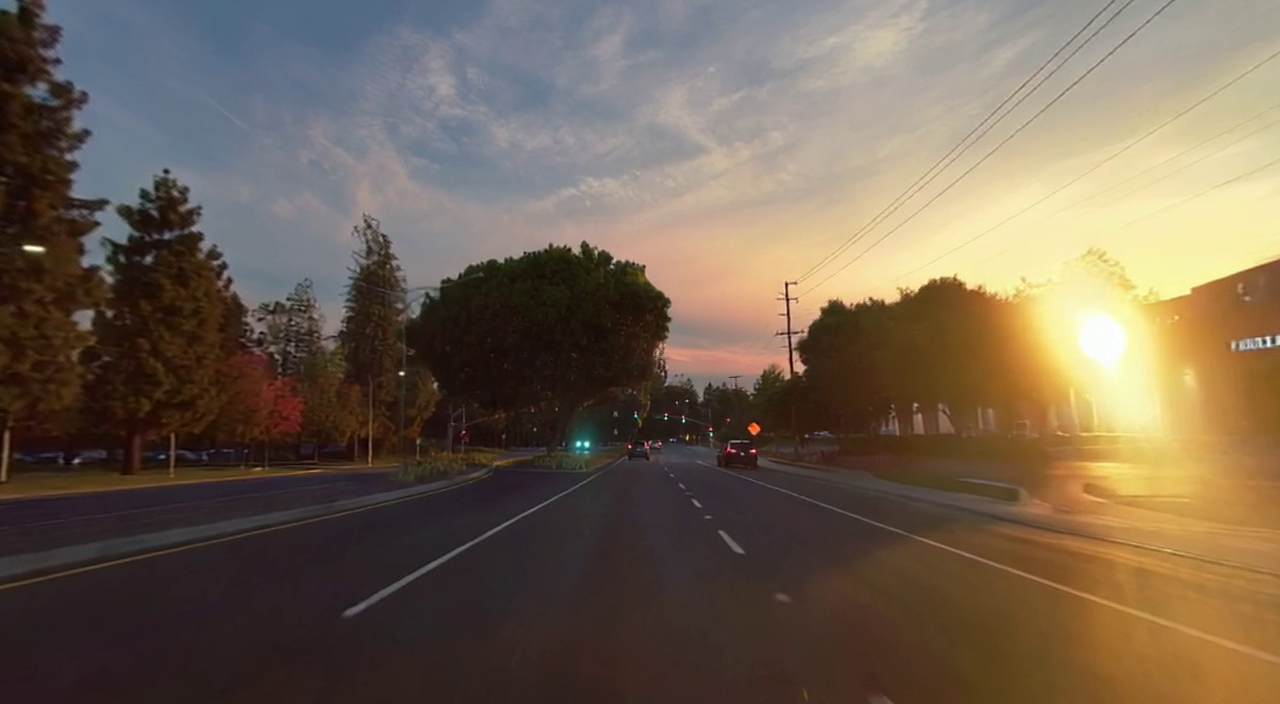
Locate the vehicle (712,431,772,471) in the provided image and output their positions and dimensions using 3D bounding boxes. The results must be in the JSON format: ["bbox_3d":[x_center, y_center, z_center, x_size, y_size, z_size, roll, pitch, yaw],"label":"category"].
[{"bbox_3d":[5.532,5.507,35.156,2.476,2.016,5.586,0,-9,1],"label":"vehicle"}]
